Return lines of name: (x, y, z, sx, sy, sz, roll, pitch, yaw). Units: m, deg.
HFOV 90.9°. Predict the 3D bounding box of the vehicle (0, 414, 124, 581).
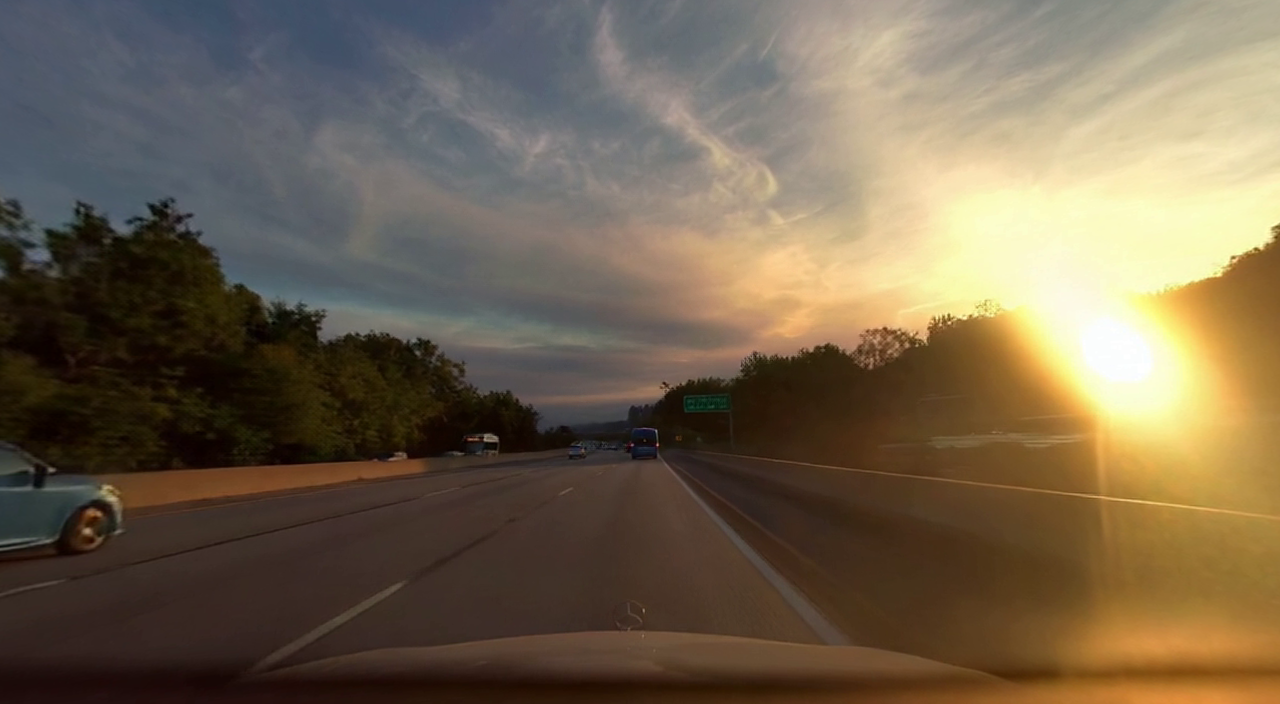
vehicle: (-7.547, 1.350, 5.503, 2.080, 1.674, 4.660, 0, -8, 1)
